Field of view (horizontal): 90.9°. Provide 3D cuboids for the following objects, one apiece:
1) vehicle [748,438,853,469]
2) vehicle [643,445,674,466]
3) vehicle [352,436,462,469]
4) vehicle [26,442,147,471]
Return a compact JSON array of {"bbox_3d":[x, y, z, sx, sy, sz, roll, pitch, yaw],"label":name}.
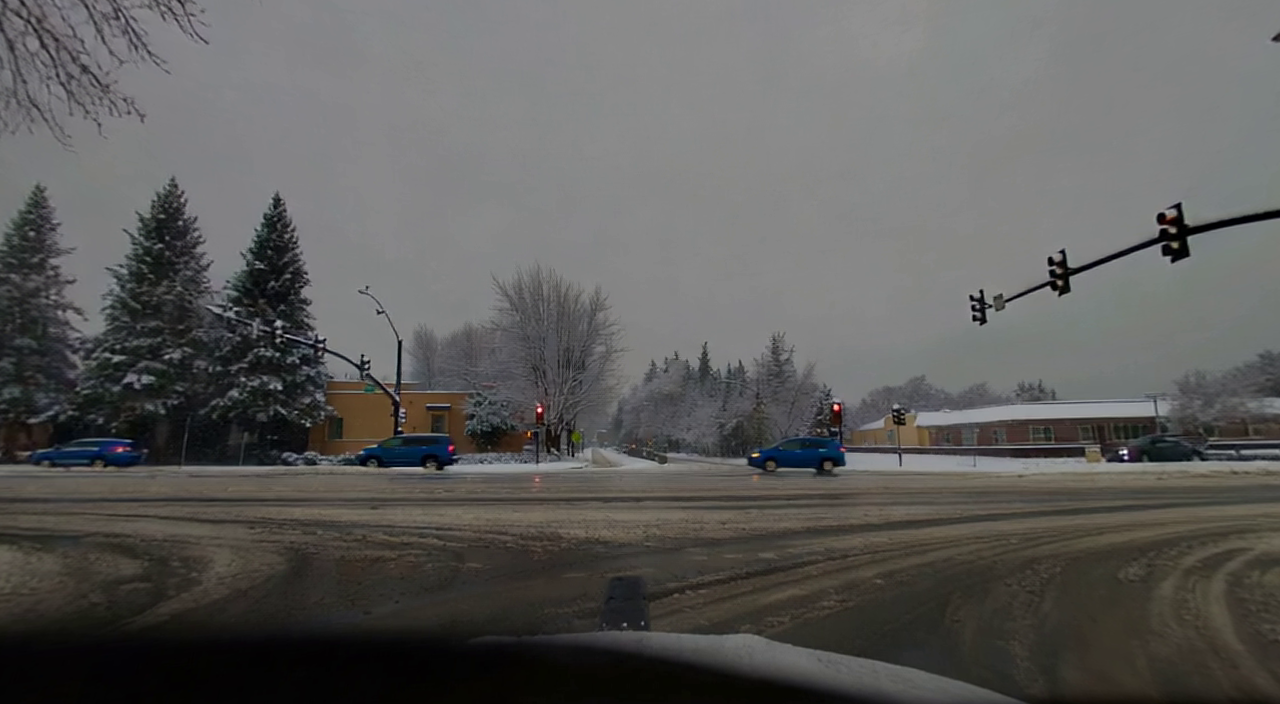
[{"bbox_3d":[7.790,4.961,30.953,4.681,1.465,1.820,0,-9,2],"label":"vehicle"},{"bbox_3d":[1.297,7.634,46.475,2.132,1.449,4.235,0,-9,0],"label":"vehicle"},{"bbox_3d":[-11.600,5.035,31.546,4.735,1.588,1.877,0,-9,2],"label":"vehicle"},{"bbox_3d":[-28.136,5.307,32.131,4.443,1.426,1.778,0,-9,0],"label":"vehicle"}]
